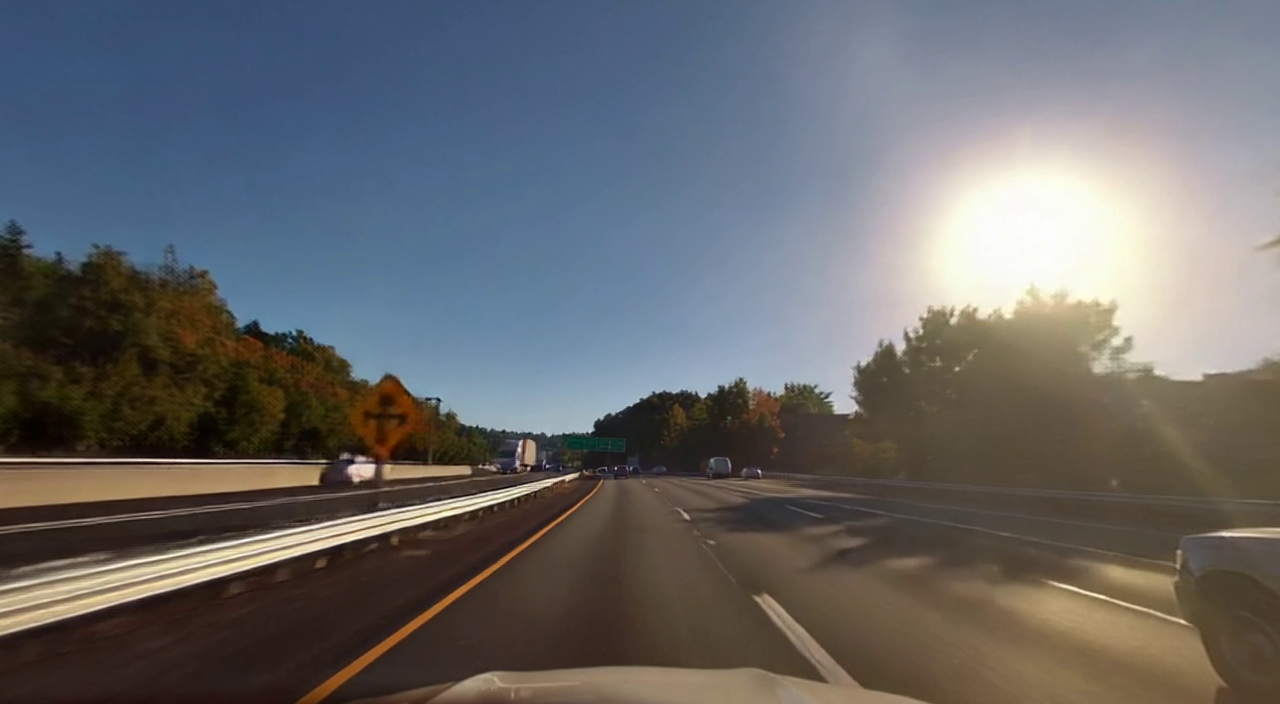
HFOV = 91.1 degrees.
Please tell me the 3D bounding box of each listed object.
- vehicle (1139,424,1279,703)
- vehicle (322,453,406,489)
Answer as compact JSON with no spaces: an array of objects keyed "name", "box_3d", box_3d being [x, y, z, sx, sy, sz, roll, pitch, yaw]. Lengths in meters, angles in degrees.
[{"name":"vehicle","box_3d":[4.084,0.844,1.502,1.965,1.502,4.599,1,-10,0]},{"name":"vehicle","box_3d":[-12.802,5.575,29.473,1.921,1.493,4.470,1,-10,-1]}]
